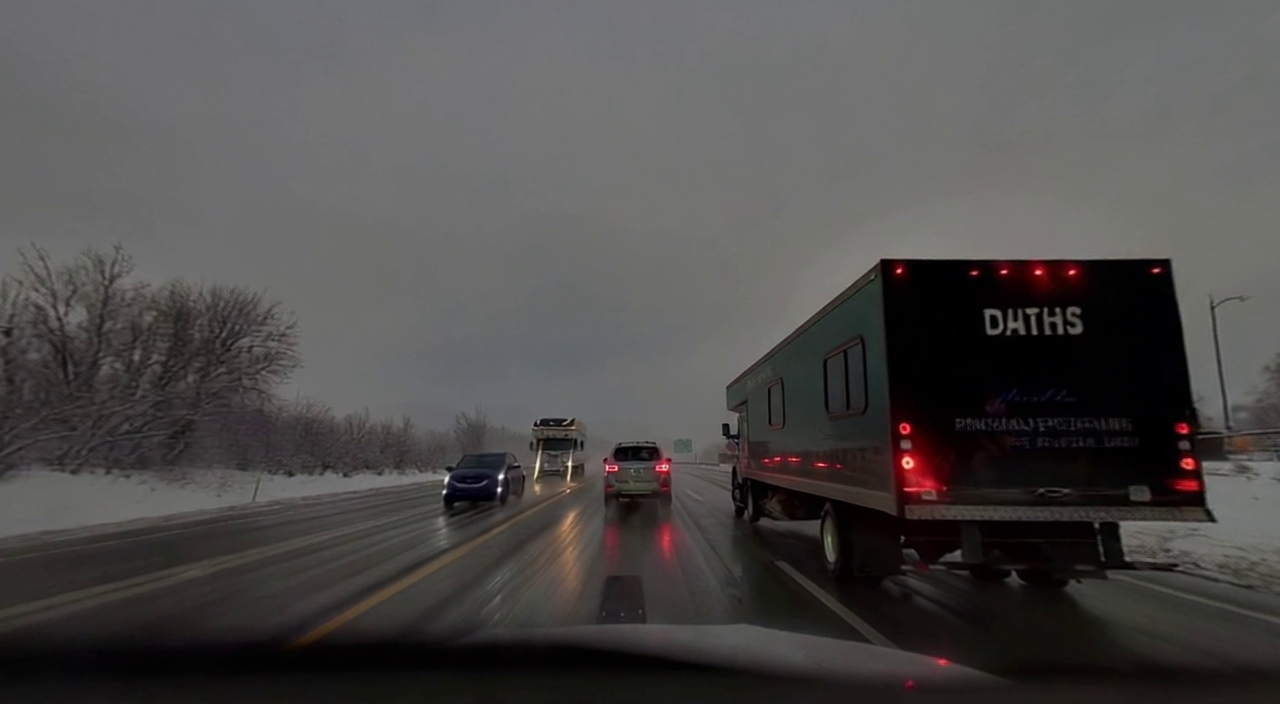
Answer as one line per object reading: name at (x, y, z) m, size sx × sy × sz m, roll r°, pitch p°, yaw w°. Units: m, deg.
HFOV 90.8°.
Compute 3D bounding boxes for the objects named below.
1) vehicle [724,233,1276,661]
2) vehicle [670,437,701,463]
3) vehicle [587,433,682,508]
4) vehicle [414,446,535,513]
vehicle at (2.906, 1.141, 8.007) m, size 2.533 × 2.942 × 7.280 m, roll 0°, pitch -9°, yaw -1°
vehicle at (3.490, 7.578, 48.800) m, size 2.020 × 1.874 × 4.431 m, roll 0°, pitch -9°, yaw 0°
vehicle at (-0.110, 3.075, 16.714) m, size 2.201 × 1.719 × 4.058 m, roll 0°, pitch -9°, yaw 1°
vehicle at (-4.020, 3.137, 16.025) m, size 1.933 × 1.465 × 3.898 m, roll 0°, pitch -9°, yaw 1°
